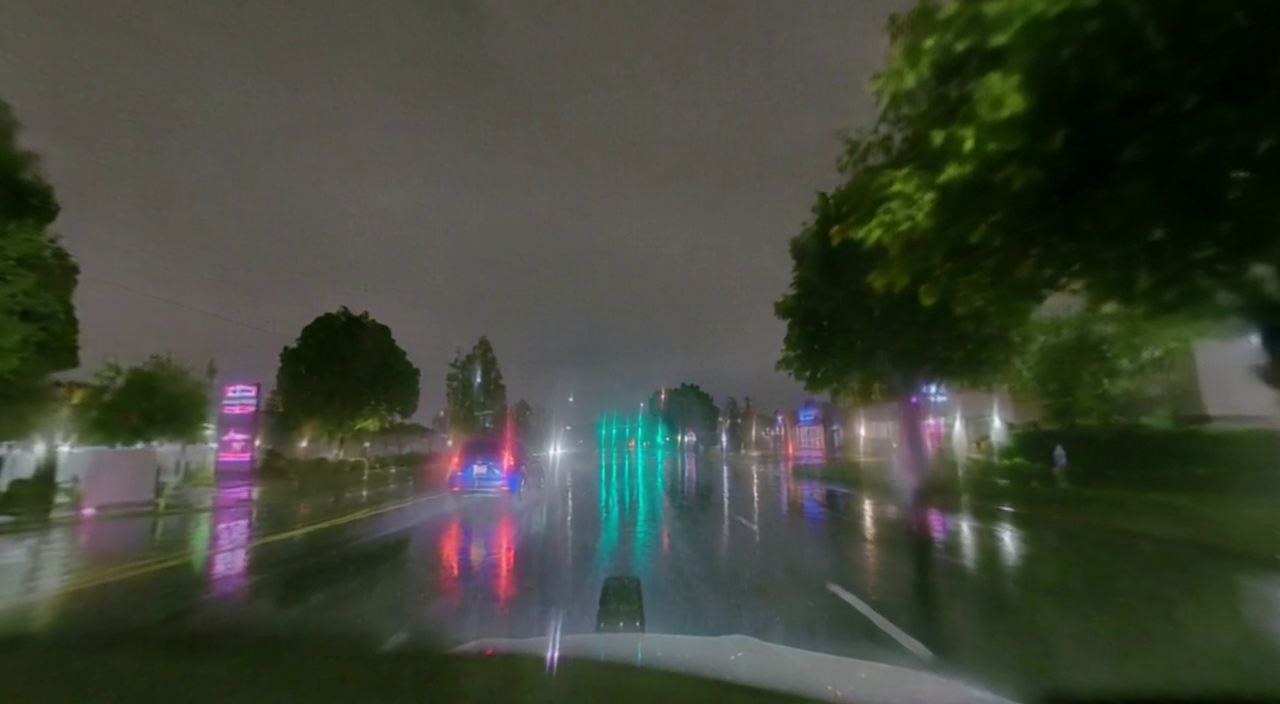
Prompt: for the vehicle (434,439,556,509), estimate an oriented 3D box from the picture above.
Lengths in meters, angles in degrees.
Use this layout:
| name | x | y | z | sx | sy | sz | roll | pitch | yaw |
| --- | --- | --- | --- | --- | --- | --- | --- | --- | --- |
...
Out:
| name | x | y | z | sx | sy | sz | roll | pitch | yaw |
| --- | --- | --- | --- | --- | --- | --- | --- | --- | --- |
| vehicle | -3.414 | 2.940 | 15.753 | 2.005 | 1.477 | 4.169 | -1 | -8 | 0 |
